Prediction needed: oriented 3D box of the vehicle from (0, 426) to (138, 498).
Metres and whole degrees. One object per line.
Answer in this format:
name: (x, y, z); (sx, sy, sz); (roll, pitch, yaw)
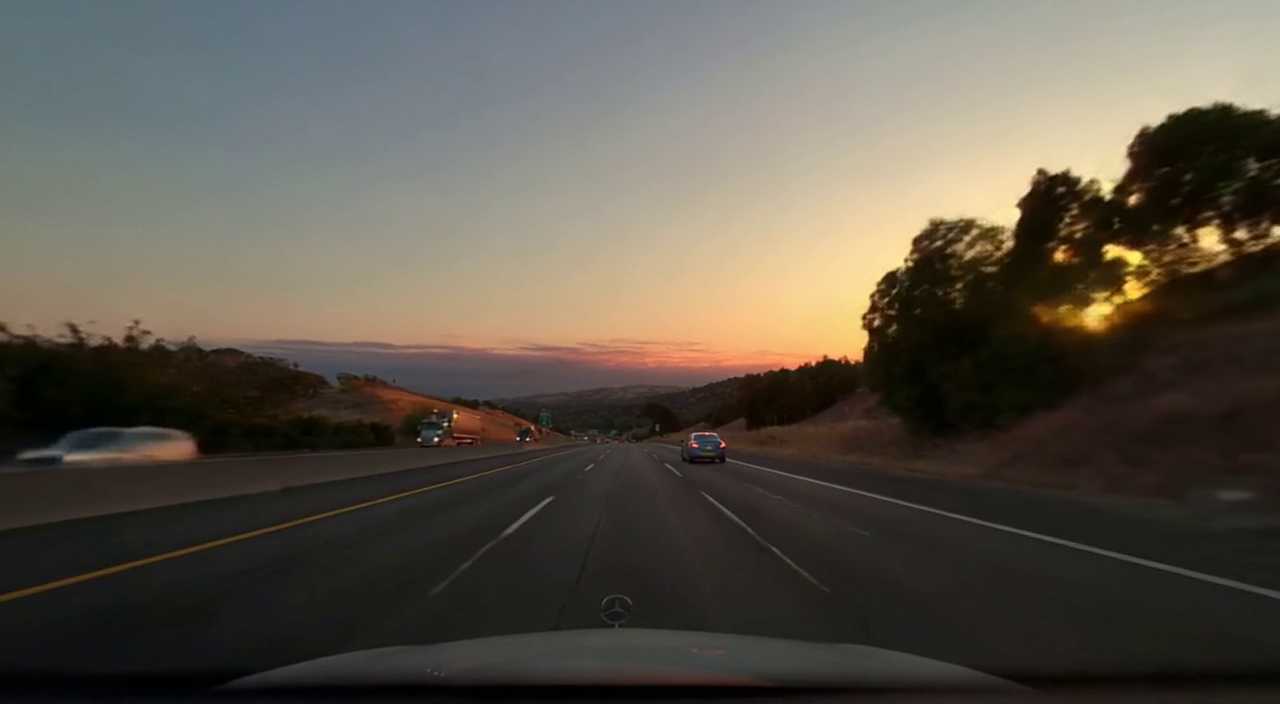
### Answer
vehicle: (-16.464, 2.951, 17.231); (2.070, 1.716, 4.121); (0, -8, -1)

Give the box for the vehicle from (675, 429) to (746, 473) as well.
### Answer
vehicle: (2.835, 4.109, 26.364); (2.349, 1.651, 4.161); (0, -8, -2)
